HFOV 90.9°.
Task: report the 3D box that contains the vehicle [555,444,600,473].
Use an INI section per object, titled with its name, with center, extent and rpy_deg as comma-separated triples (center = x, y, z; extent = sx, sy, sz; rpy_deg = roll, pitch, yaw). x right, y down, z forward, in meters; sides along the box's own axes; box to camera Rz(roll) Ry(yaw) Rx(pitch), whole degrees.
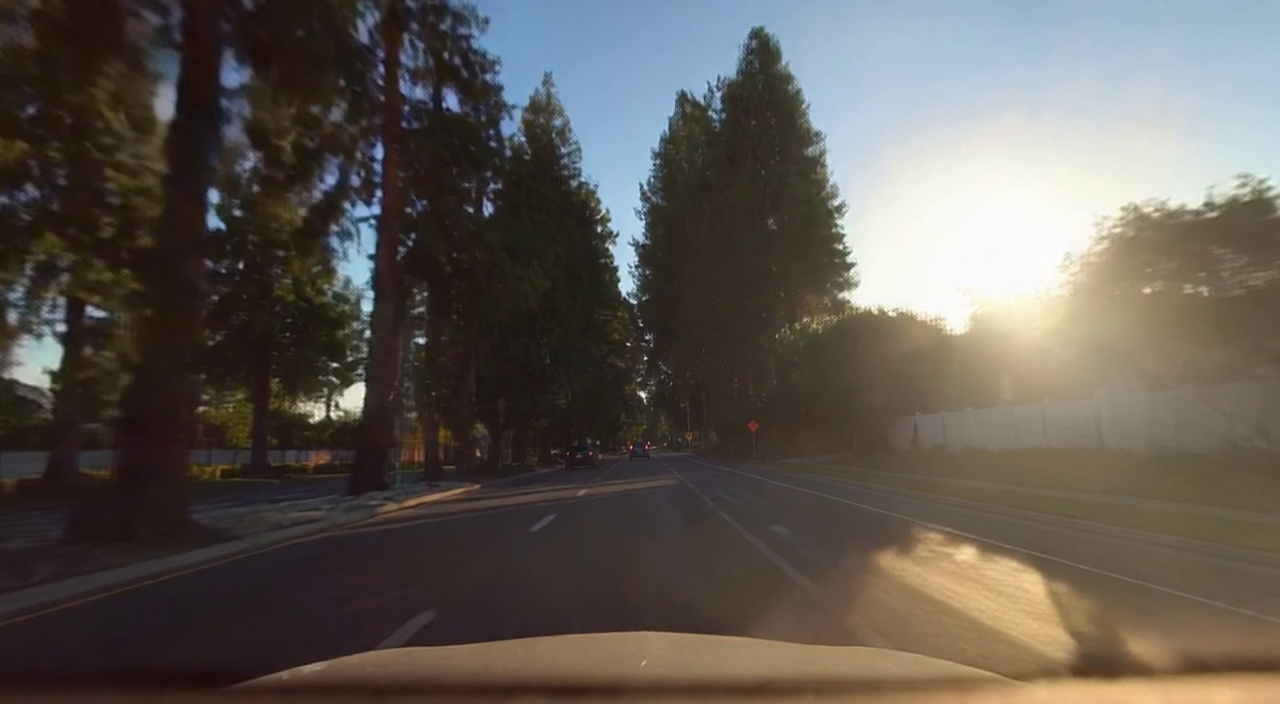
[vehicle]
center = -3.391, 5.852, 34.931
extent = 2.021, 1.466, 4.330
rpy_deg = 0, -9, 1
